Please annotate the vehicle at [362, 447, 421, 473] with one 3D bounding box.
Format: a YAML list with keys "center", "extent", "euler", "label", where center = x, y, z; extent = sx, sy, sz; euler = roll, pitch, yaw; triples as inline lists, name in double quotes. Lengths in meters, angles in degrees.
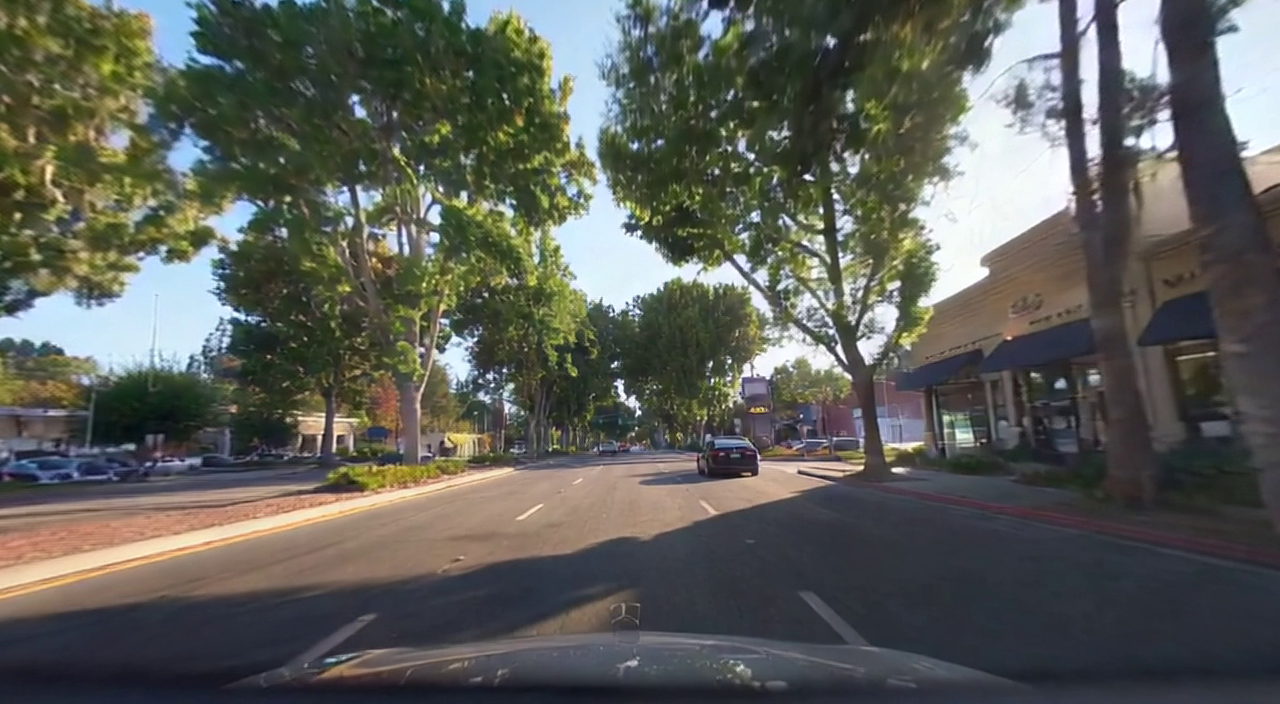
- center: [-16.367, 7.115, 41.716]
  extent: [1.934, 1.497, 4.745]
  euler: [0, -8, 1]
  label: "vehicle"

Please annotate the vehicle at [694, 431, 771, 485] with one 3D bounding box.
- center: [3.261, 3.818, 23.060]
  extent: [2.083, 1.743, 4.354]
  euler: [0, -8, -1]
  label: "vehicle"
